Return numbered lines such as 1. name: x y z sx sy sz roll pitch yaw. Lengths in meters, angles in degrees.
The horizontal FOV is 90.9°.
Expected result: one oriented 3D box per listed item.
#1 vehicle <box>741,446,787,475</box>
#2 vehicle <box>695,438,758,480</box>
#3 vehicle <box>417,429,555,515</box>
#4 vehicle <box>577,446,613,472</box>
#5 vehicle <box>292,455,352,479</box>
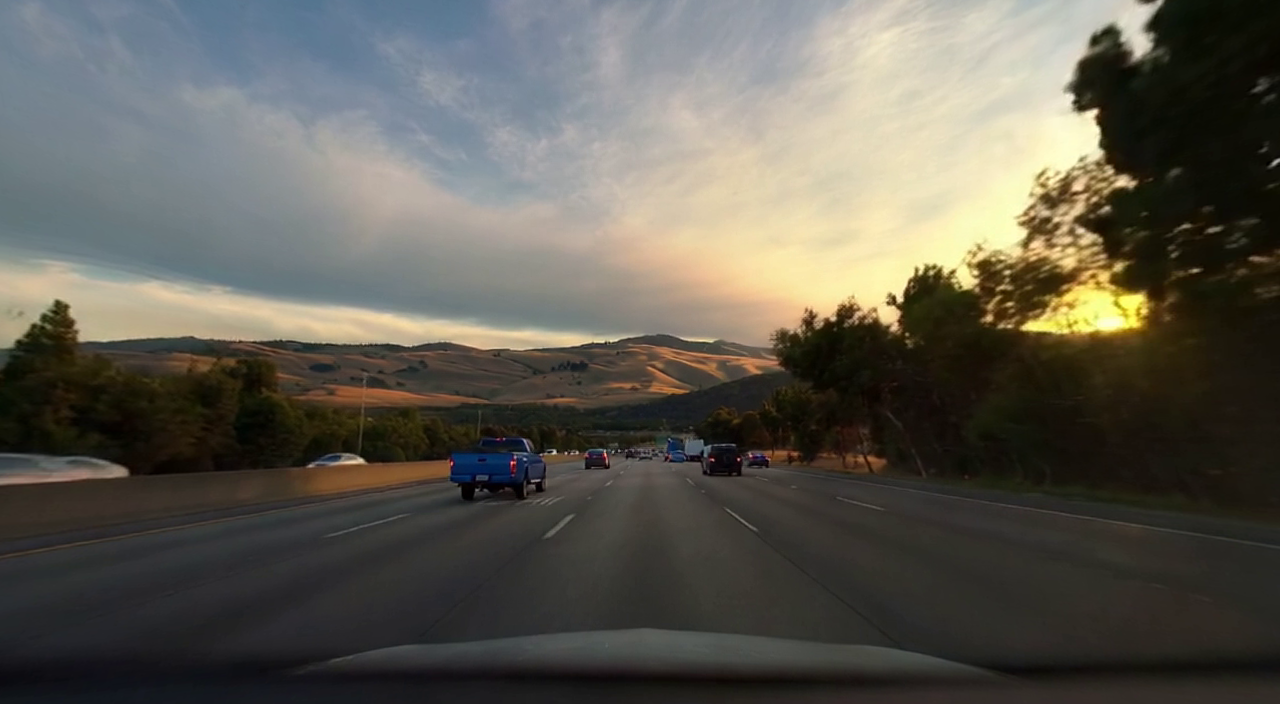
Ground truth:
1. vehicle: 8.033 7.038 41.309 2.104 1.724 4.701 0 -8 0
2. vehicle: 4.397 5.542 33.043 2.424 1.952 5.611 0 -8 -1
3. vehicle: -3.745 3.011 16.506 2.227 1.853 5.161 -1 -8 1
4. vehicle: -3.227 7.797 46.327 2.235 1.785 4.386 -1 -8 1
5. vehicle: -21.300 7.701 42.463 1.803 1.482 4.419 0 -8 -1
